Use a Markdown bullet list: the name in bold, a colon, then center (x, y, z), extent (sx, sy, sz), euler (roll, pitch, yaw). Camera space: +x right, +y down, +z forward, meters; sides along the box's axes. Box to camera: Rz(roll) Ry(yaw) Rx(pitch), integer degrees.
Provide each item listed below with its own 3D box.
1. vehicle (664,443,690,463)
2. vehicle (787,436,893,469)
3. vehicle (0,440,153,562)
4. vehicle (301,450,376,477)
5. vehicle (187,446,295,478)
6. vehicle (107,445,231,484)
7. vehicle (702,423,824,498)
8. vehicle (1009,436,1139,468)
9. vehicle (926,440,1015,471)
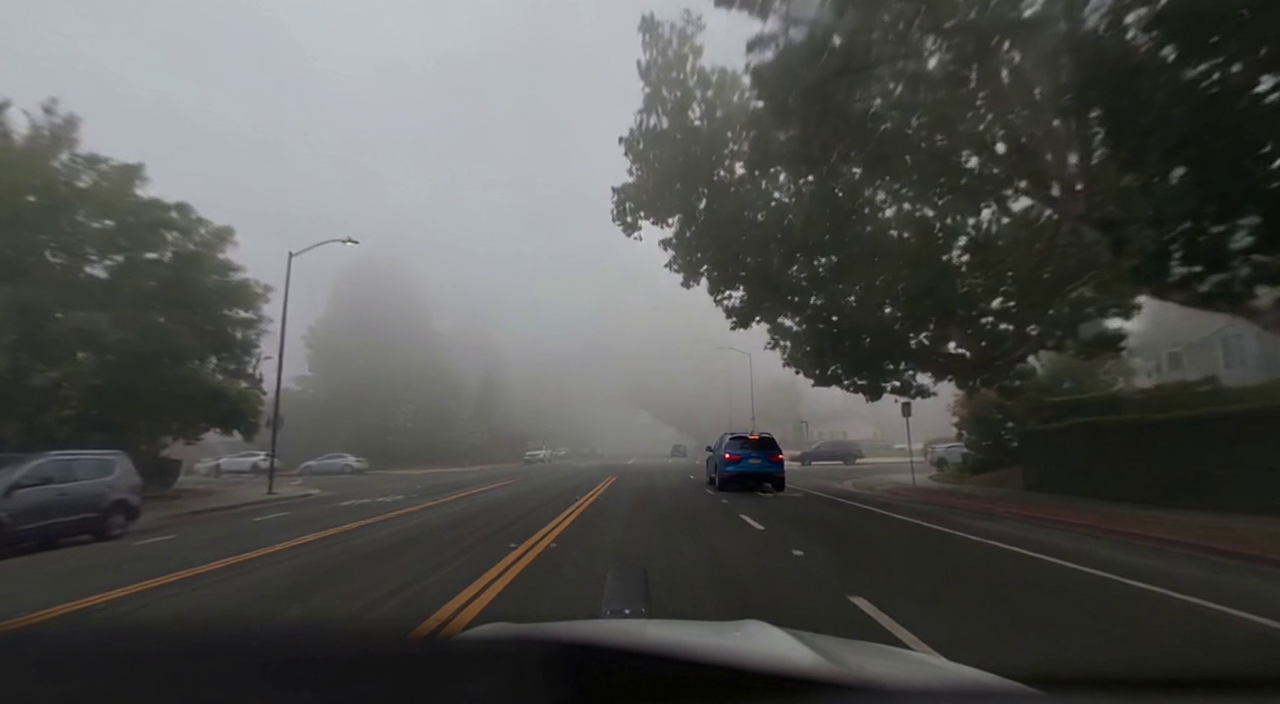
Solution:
- **vehicle**: center (2.876, 7.934, 49.748), extent (1.956, 1.492, 4.425), euler (-1, -8, 2)
- **vehicle**: center (11.875, 5.977, 37.620), extent (5.539, 1.729, 2.145), euler (-1, -8, -3)
- **vehicle**: center (-10.538, 2.328, 9.875), extent (2.037, 1.790, 4.676), euler (-2, -8, 1)
- **vehicle**: center (-19.960, 7.385, 41.787), extent (3.986, 1.665, 1.888), euler (0, -8, 1)
- **vehicle**: center (-26.274, 7.247, 41.653), extent (5.604, 2.035, 2.291), euler (0, -8, 1)
- **vehicle**: center (-23.902, 5.684, 32.099), extent (4.644, 1.781, 2.084), euler (0, -6, 1)
- **vehicle**: center (3.436, 3.193, 19.073), extent (2.497, 1.889, 5.833), euler (0, -8, 0)
- **vehicle**: center (21.943, 5.096, 32.054), extent (5.051, 1.527, 1.968), euler (-1, -9, 2)
- **vehicle**: center (16.636, 5.217, 31.860), extent (3.467, 1.520, 1.801), euler (0, -8, 0)
